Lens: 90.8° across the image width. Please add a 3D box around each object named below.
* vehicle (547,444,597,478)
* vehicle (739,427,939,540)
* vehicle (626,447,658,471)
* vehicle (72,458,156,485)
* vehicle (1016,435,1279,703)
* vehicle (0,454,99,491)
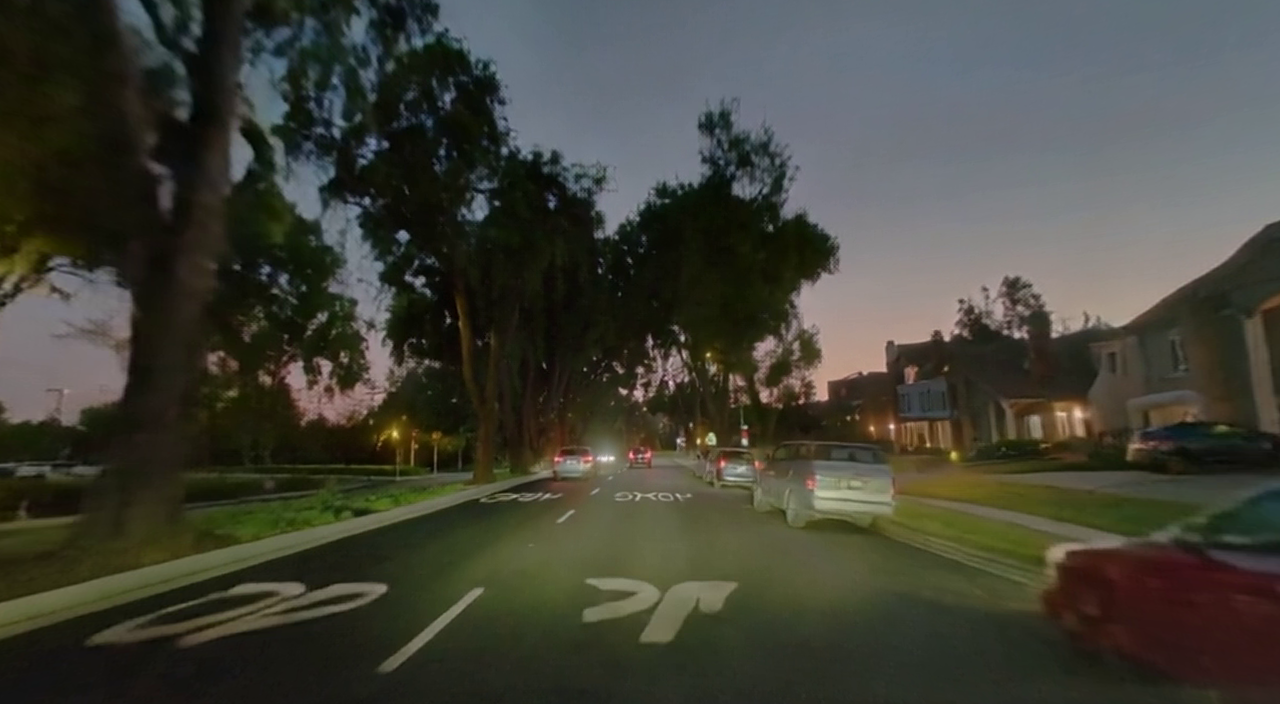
[{"bbox_3d":[-3.532,5.794,33.759,2.129,1.668,4.722,0,-9,0],"label":"vehicle"},{"bbox_3d":[3.742,2.579,13.170,2.273,1.860,5.077,0,-9,-3],"label":"vehicle"},{"bbox_3d":[0.167,7.504,44.585,2.142,1.548,4.273,0,-9,1],"label":"vehicle"},{"bbox_3d":[-36.283,8.216,43.754,1.890,1.711,4.456,0,-9,1],"label":"vehicle"},{"bbox_3d":[3.741,1.024,2.120,2.019,1.495,4.755,0,-9,0],"label":"vehicle"},{"bbox_3d":[-41.089,8.147,43.261,2.306,2.086,6.132,-2,-7,5],"label":"vehicle"}]
